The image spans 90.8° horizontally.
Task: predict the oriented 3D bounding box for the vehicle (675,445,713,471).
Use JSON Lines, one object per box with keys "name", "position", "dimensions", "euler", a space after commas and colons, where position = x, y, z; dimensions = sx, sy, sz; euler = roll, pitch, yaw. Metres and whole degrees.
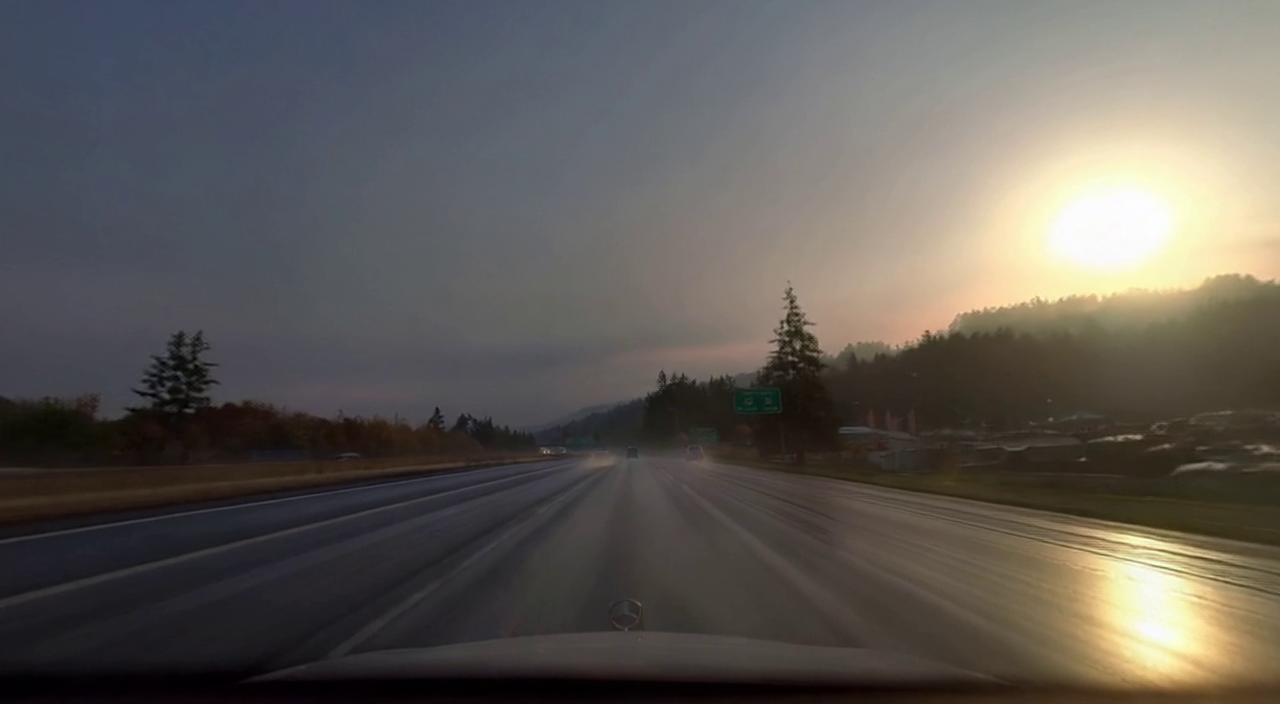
{"name": "vehicle", "position": [3.709, 7.424, 44.304], "dimensions": [2.133, 1.746, 4.511], "euler": [0, -9, -1]}
